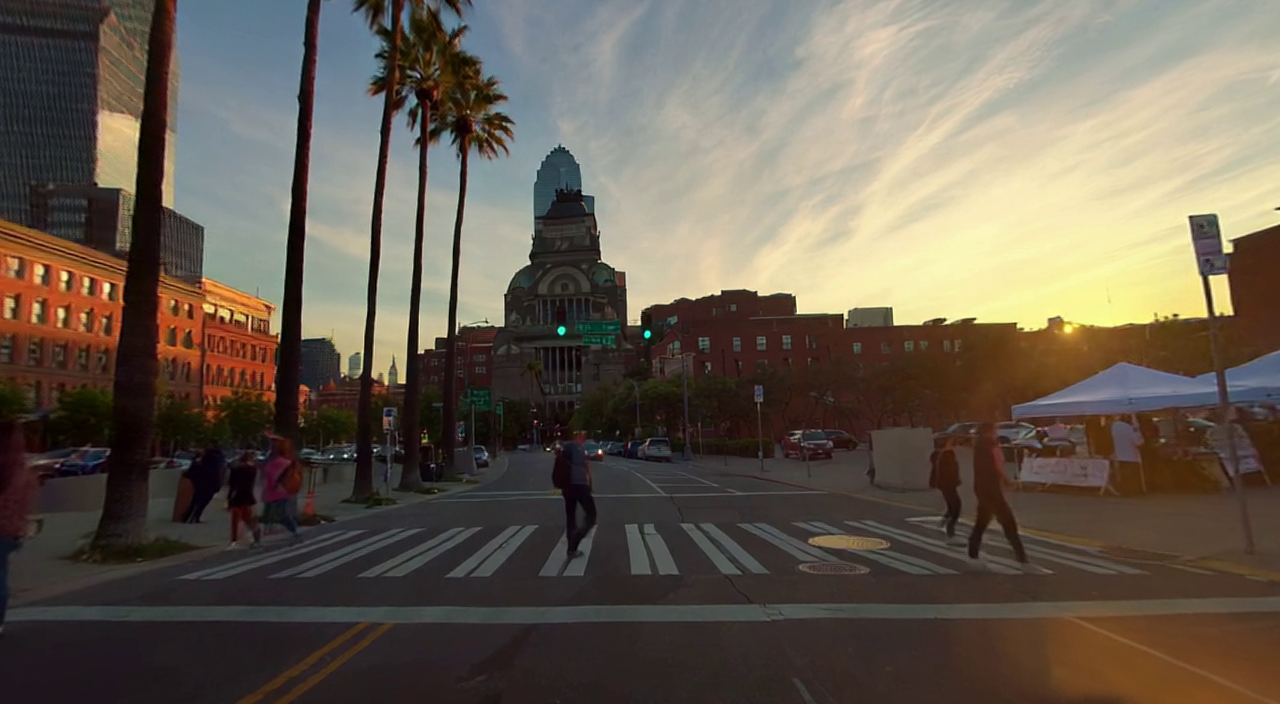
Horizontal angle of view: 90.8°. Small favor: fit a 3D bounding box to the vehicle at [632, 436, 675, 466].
[{"bbox_3d":[0.919,7.289,46.657,2.322,2.071,5.366,1,-9,-9],"label":"vehicle"}]
